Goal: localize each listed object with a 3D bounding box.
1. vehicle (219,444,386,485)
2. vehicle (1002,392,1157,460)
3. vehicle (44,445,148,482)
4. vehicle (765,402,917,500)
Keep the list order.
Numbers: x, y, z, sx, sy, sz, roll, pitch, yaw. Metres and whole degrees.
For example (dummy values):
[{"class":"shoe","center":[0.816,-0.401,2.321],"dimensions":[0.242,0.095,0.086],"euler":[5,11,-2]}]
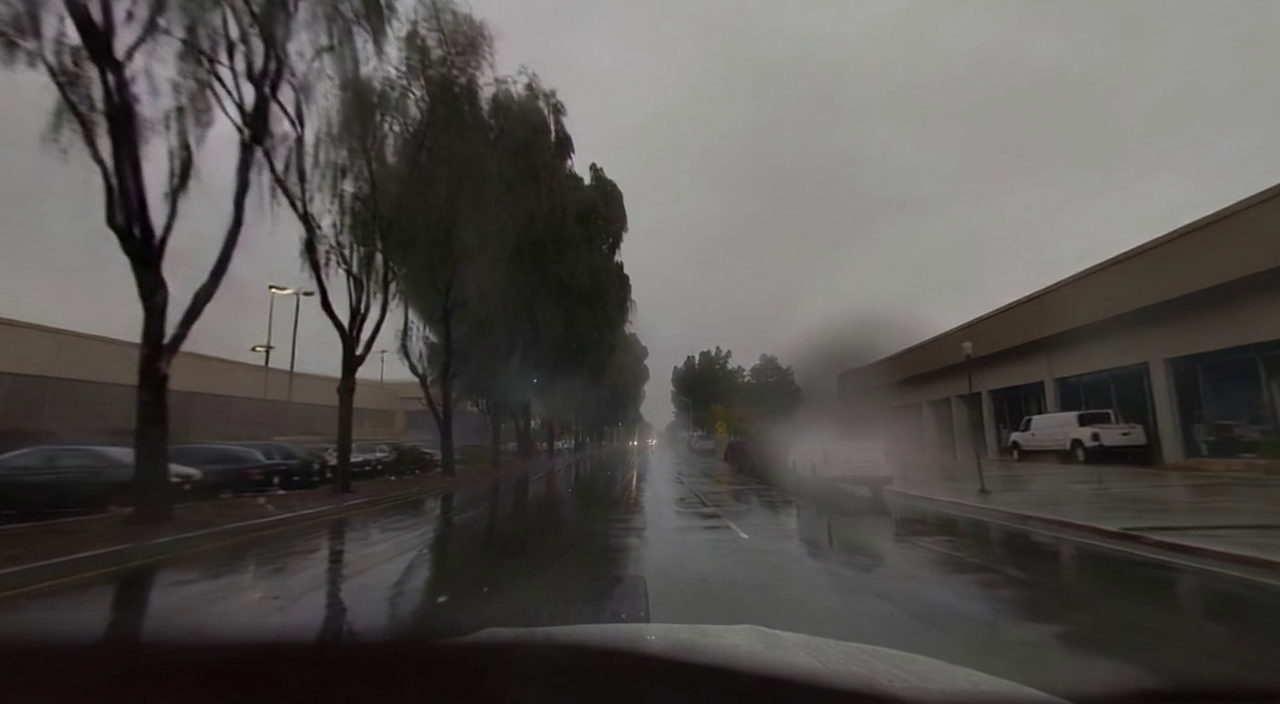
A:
[{"class":"vehicle","center":[-13.014,4.362,24.572],"dimensions":[5.269,1.491,2.133],"euler":[-1,-8,2]},{"class":"vehicle","center":[19.076,3.336,27.921],"dimensions":[2.341,2.648,6.024],"euler":[1,-8,-1]},{"class":"vehicle","center":[-25.600,5.195,29.901],"dimensions":[1.982,1.565,4.910],"euler":[3,-9,-19]},{"class":"vehicle","center":[5.799,3.000,19.418],"dimensions":[2.596,2.509,6.178],"euler":[0,-8,0]}]
